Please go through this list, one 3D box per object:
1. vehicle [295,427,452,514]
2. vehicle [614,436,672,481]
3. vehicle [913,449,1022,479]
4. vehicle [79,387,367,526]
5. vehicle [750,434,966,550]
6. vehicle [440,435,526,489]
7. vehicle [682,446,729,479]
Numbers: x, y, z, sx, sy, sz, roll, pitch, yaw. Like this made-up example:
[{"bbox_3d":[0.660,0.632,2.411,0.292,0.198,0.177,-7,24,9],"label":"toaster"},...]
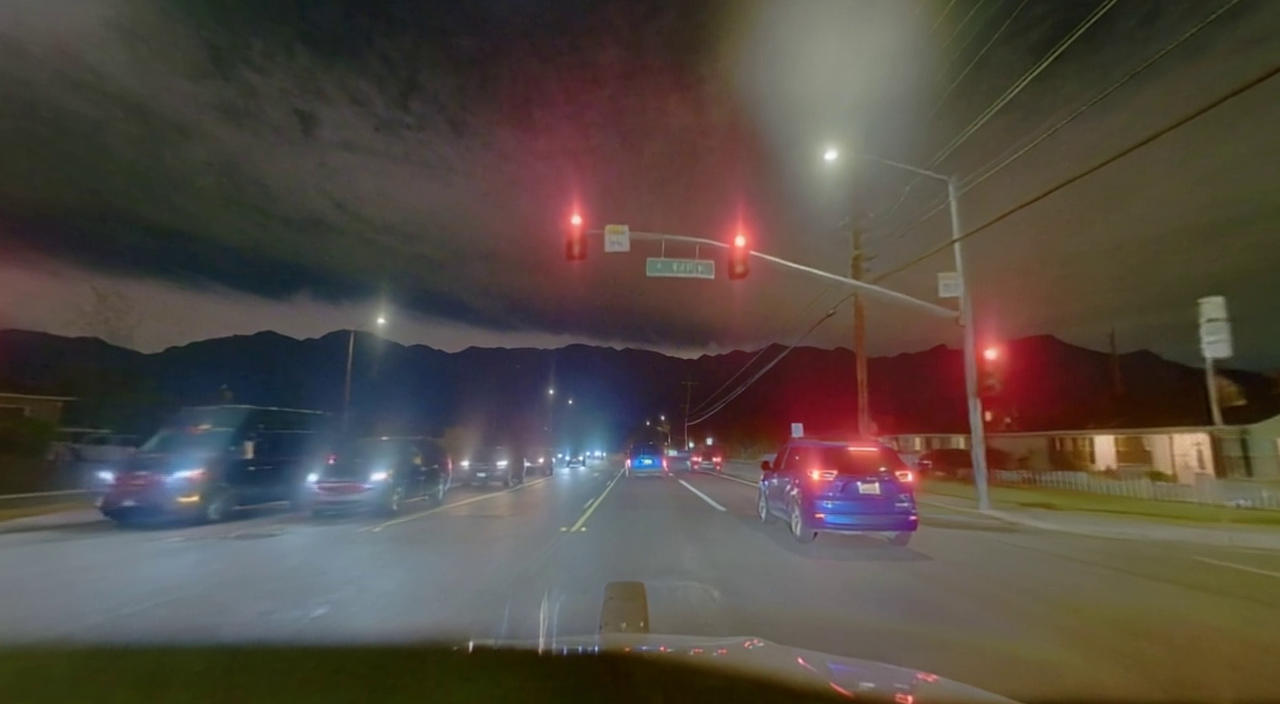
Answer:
[{"bbox_3d":[-6.279,2.831,15.522,1.983,1.801,4.391,0,-9,-1],"label":"vehicle"},{"bbox_3d":[0.113,5.241,31.319,2.636,2.011,5.130,0,-9,0],"label":"vehicle"},{"bbox_3d":[17.344,5.937,33.523,4.656,1.461,1.955,0,-8,0],"label":"vehicle"},{"bbox_3d":[-9.552,2.506,15.568,2.725,2.710,6.304,0,-9,0],"label":"vehicle"},{"bbox_3d":[3.587,2.393,11.583,2.155,1.658,4.721,1,-9,-2],"label":"vehicle"},{"bbox_3d":[-6.035,4.293,24.968,1.993,1.884,5.481,0,-9,0],"label":"vehicle"},{"bbox_3d":[3.445,5.930,34.032,1.957,1.646,4.355,0,-9,-1],"label":"vehicle"}]
